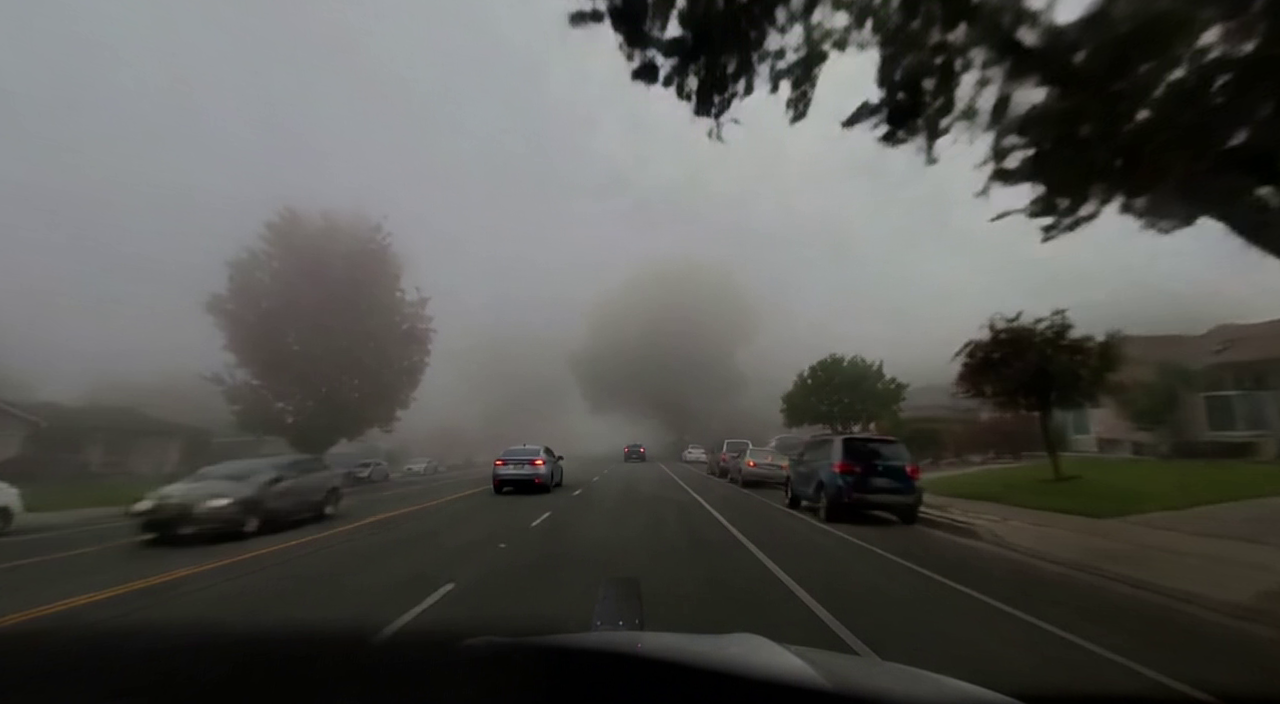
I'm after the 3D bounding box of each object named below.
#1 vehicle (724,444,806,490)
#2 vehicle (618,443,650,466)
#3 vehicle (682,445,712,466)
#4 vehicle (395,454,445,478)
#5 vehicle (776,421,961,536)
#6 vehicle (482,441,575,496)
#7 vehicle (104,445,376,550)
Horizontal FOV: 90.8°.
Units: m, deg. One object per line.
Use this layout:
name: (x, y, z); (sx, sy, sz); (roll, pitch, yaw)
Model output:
vehicle: (4.335, 4.082, 22.747); (1.933, 1.463, 4.735); (0, -9, -1)
vehicle: (-0.407, 6.985, 43.276); (2.088, 1.495, 4.048); (0, -9, -1)
vehicle: (4.188, 7.723, 47.175); (1.890, 1.459, 4.371); (0, -9, 0)
vehicle: (-14.633, 7.590, 42.272); (1.847, 1.494, 4.189); (0, -9, -1)
vehicle: (4.092, 2.338, 12.249); (1.943, 1.788, 4.462); (0, -9, 1)
vehicle: (-3.280, 3.529, 19.559); (2.027, 1.477, 4.413); (0, -9, 1)
vehicle: (-6.661, 2.421, 11.305); (1.944, 1.466, 4.487); (0, -9, -1)
